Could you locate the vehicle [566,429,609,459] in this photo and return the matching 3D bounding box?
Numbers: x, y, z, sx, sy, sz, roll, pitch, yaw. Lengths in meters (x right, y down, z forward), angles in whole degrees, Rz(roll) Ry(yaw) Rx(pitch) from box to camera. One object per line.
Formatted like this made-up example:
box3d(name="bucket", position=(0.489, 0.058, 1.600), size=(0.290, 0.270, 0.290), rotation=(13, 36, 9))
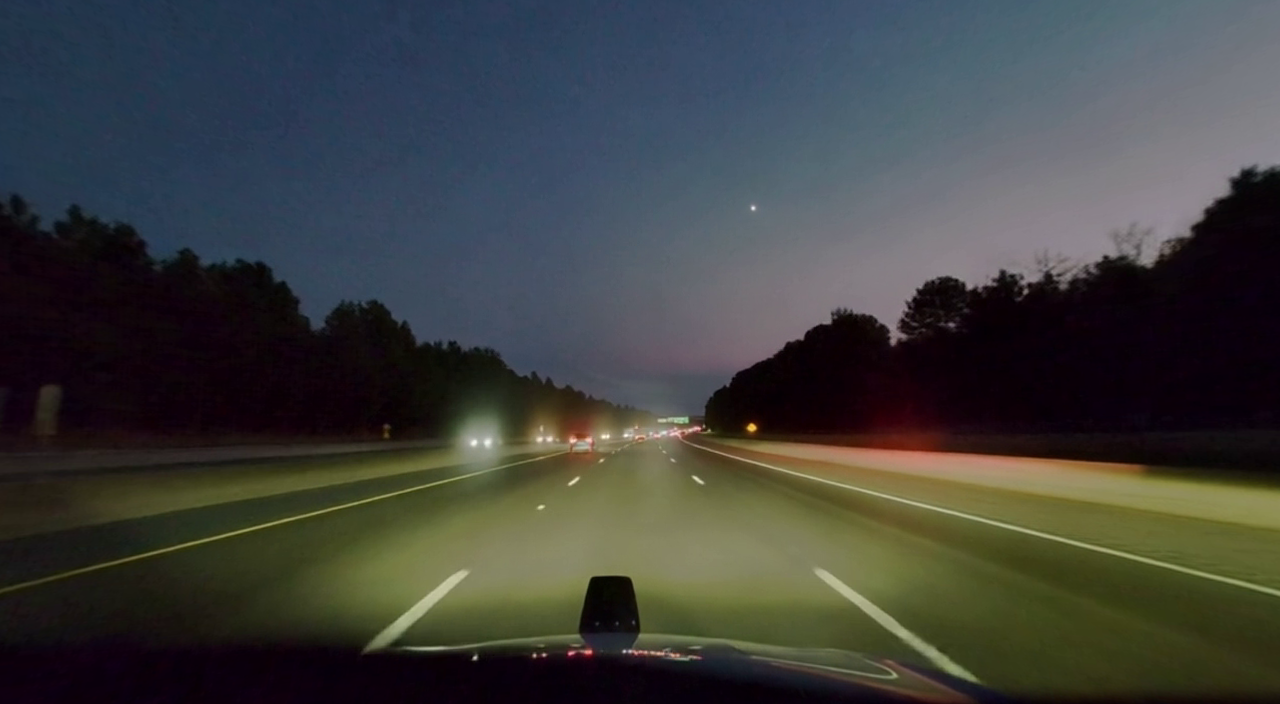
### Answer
box3d(name="vehicle", position=(-2.993, 5.322, 36.714), size=(2.084, 1.654, 4.080), rotation=(0, -8, 0))
